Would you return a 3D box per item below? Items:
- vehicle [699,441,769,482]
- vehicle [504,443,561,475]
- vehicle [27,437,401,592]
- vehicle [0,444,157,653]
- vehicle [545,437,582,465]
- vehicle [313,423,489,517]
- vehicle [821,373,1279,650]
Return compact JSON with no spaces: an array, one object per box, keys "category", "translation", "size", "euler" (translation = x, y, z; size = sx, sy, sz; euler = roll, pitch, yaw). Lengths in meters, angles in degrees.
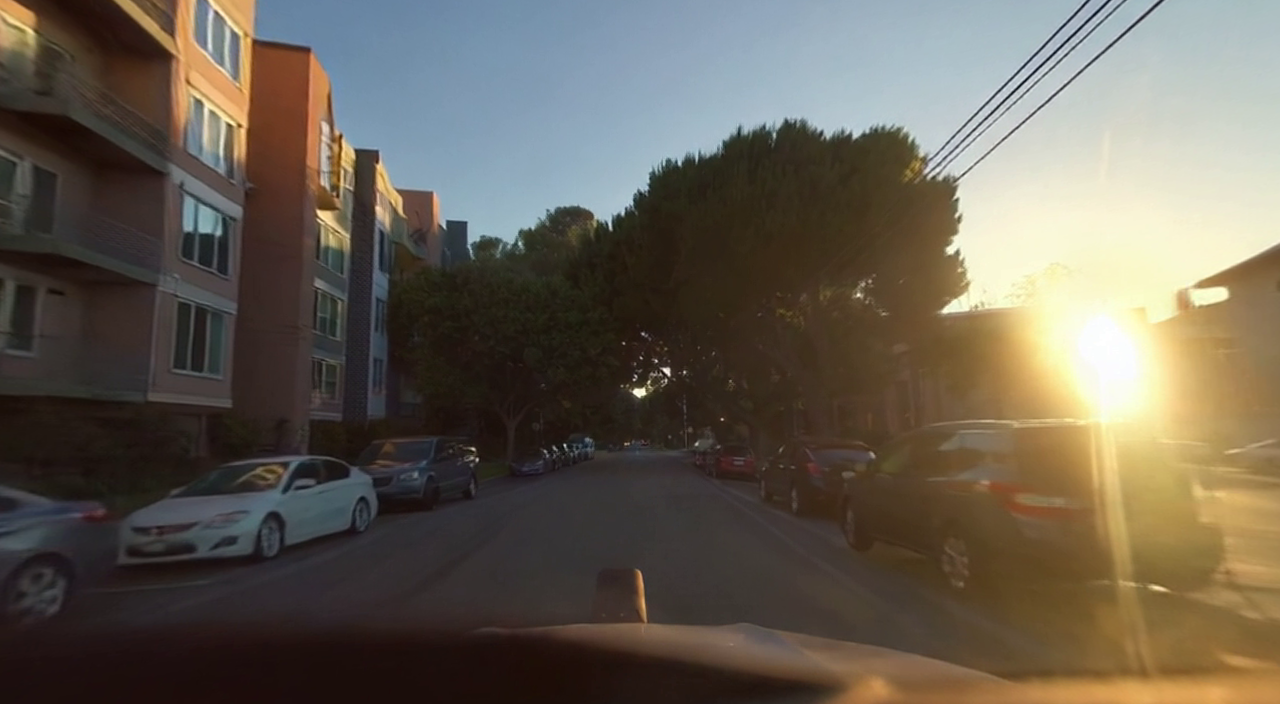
[{"category":"vehicle","translation":[3.657,4.336,25.446],"size":[1.881,1.460,4.737],"euler":[0,-8,-3]},{"category":"vehicle","translation":[-5.285,5.324,31.685],"size":[2.080,1.458,4.511],"euler":[0,-8,0]},{"category":"vehicle","translation":[-5.344,2.039,9.014],"size":[2.026,1.461,4.837],"euler":[-4,-8,0]},{"category":"vehicle","translation":[-5.414,1.324,3.645],"size":[1.799,1.440,4.411],"euler":[-4,-8,0]},{"category":"vehicle","translation":[-5.390,7.026,45.054],"size":[2.069,1.881,4.697],"euler":[0,-8,0]},{"category":"vehicle","translation":[-5.289,2.678,14.949],"size":[2.213,1.825,4.986],"euler":[0,-8,0]},{"category":"vehicle","translation":[3.757,1.408,6.724],"size":[2.082,1.809,4.998],"euler":[0,-8,-1]}]
